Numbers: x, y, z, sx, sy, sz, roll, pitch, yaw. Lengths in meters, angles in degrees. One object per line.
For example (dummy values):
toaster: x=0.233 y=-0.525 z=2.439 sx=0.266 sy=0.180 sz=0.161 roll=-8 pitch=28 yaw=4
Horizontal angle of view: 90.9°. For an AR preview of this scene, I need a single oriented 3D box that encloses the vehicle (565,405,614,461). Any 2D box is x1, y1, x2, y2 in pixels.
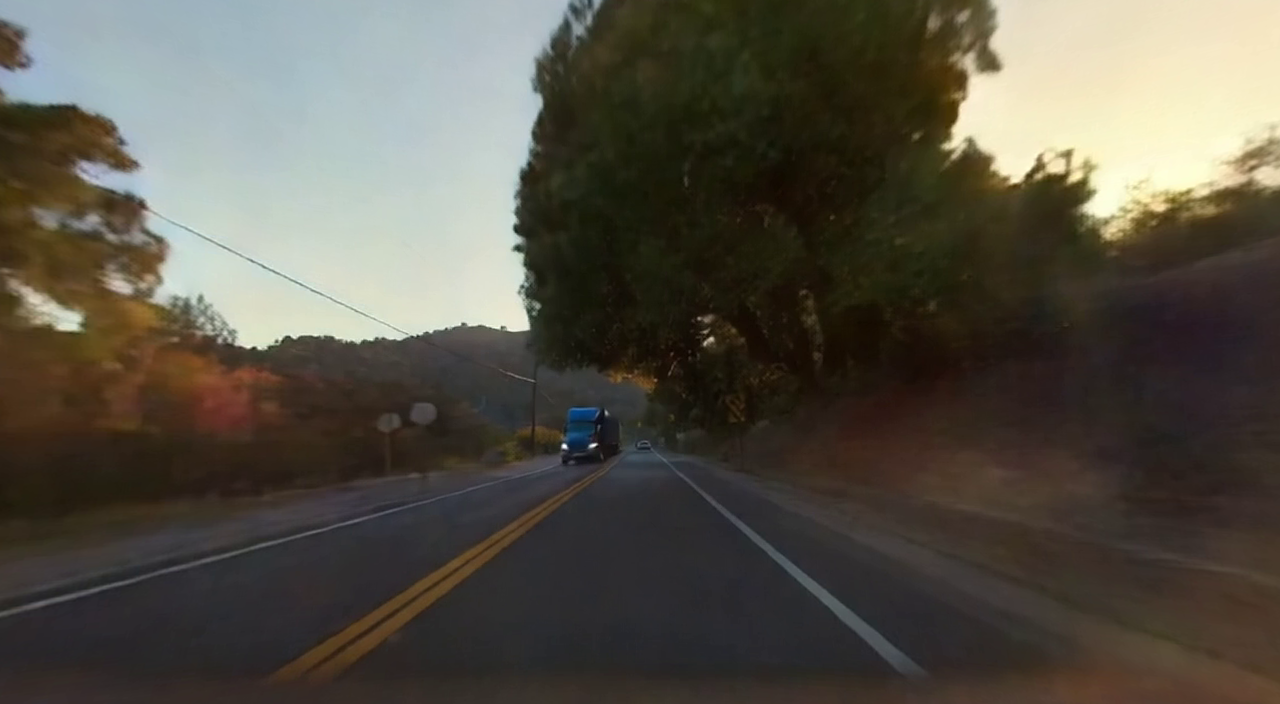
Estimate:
vehicle: x=-3.703 y=6.173 z=47.585 sx=3.025 sy=3.821 sz=6.232 roll=-1 pitch=-9 yaw=2
